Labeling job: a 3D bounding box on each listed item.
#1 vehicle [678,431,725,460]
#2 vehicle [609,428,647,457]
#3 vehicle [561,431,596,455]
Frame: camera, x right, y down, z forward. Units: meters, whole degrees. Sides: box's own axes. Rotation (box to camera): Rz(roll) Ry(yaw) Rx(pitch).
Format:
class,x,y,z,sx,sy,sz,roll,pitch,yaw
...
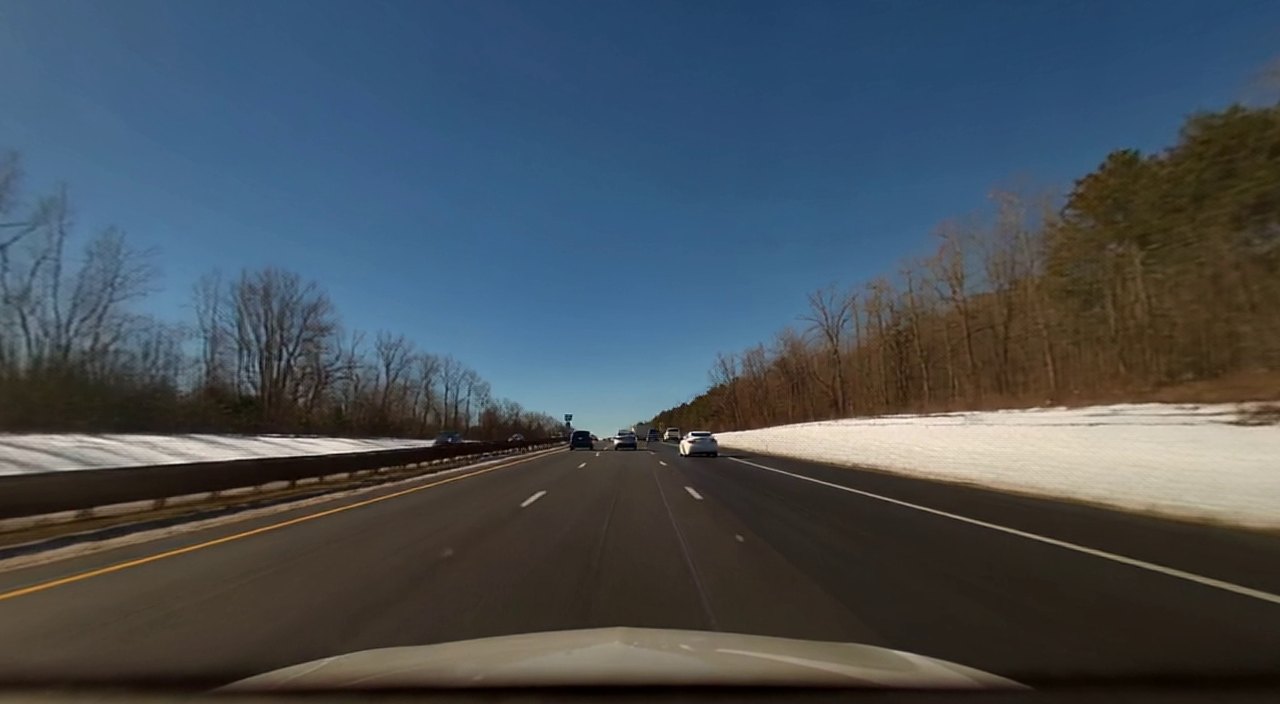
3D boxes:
class,x,y,z,sx,sy,sz,roll,pitch,yaw
vehicle,3.343,5.174,35.019,2.056,1.479,4.660,0,-8,-1
vehicle,-0.738,5.504,38.408,2.182,1.680,4.253,0,-8,-1
vehicle,-4.140,6.204,42.822,2.041,1.546,4.080,0,-8,-1
